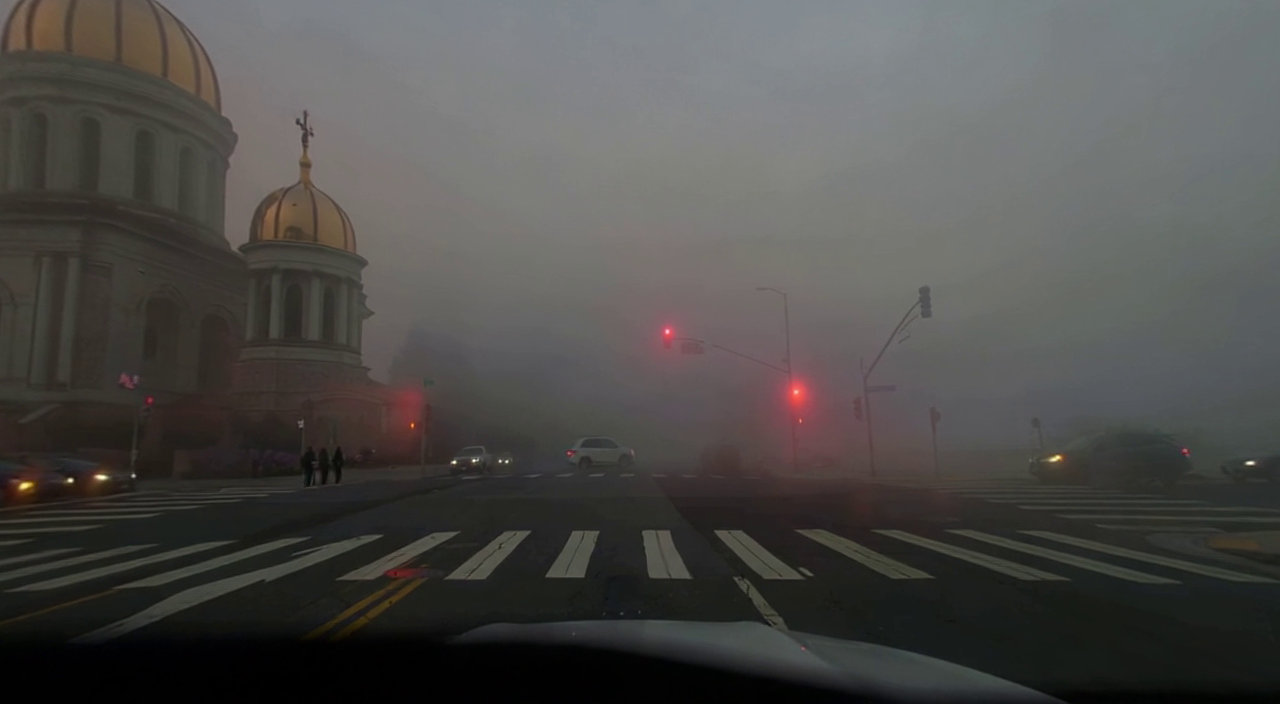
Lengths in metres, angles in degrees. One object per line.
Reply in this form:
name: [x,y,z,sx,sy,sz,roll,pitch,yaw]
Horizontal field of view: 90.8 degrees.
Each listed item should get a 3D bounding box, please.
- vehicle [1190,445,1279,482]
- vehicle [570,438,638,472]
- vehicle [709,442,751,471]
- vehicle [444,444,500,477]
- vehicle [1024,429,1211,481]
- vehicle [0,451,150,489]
vehicle: [26.389,4.680,26.676,4.561,1.475,1.850,0,-8,0]
vehicle: [-1.840,5.513,34.016,2.051,1.724,4.567,-3,-9,19]
vehicle: [5.835,6.851,41.509,1.969,1.776,4.329,0,-8,-2]
vehicle: [-10.227,6.613,38.945,2.076,1.876,4.669,0,-8,1]
vehicle: [19.888,4.305,26.568,5.852,2.057,2.361,0,-8,0]
vehicle: [-23.348,4.864,26.220,4.479,1.476,1.873,0,-8,1]
